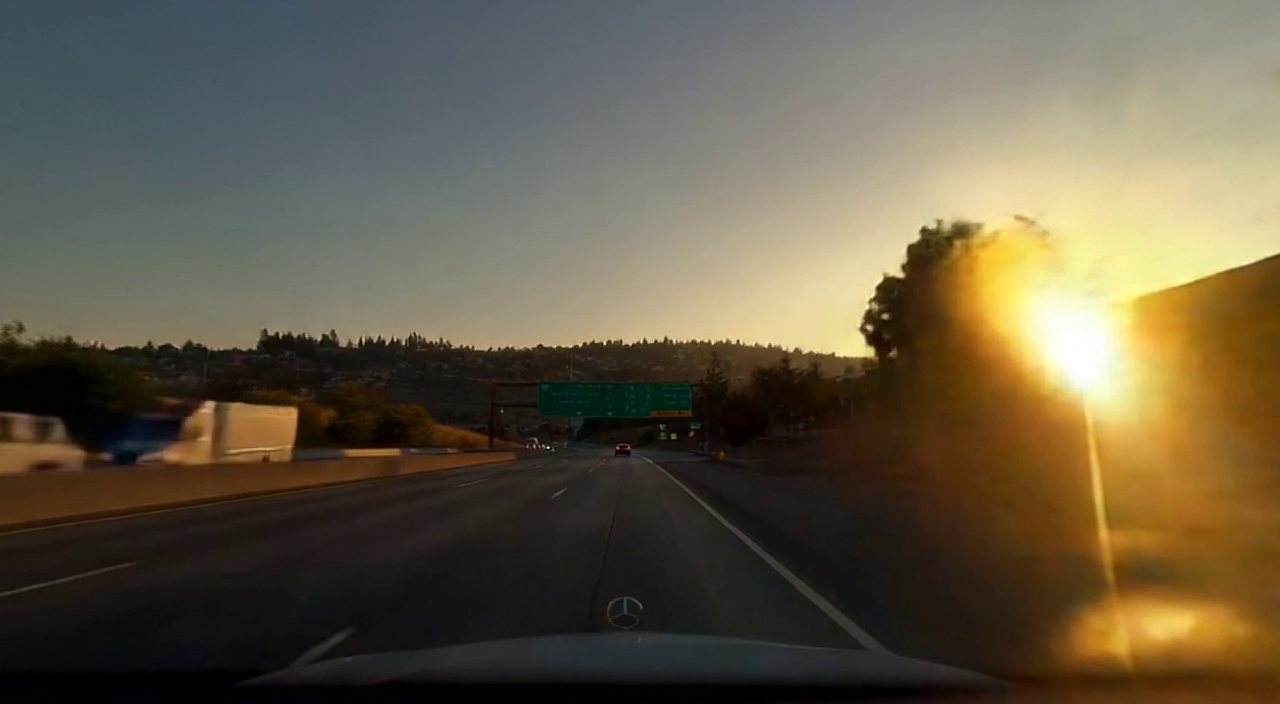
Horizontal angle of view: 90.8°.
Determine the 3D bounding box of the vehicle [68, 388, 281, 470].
[{"bbox_3d":[-25.555,4.598,36.119,2.771,3.832,12.471,0,-9,-1],"label":"vehicle"}]
